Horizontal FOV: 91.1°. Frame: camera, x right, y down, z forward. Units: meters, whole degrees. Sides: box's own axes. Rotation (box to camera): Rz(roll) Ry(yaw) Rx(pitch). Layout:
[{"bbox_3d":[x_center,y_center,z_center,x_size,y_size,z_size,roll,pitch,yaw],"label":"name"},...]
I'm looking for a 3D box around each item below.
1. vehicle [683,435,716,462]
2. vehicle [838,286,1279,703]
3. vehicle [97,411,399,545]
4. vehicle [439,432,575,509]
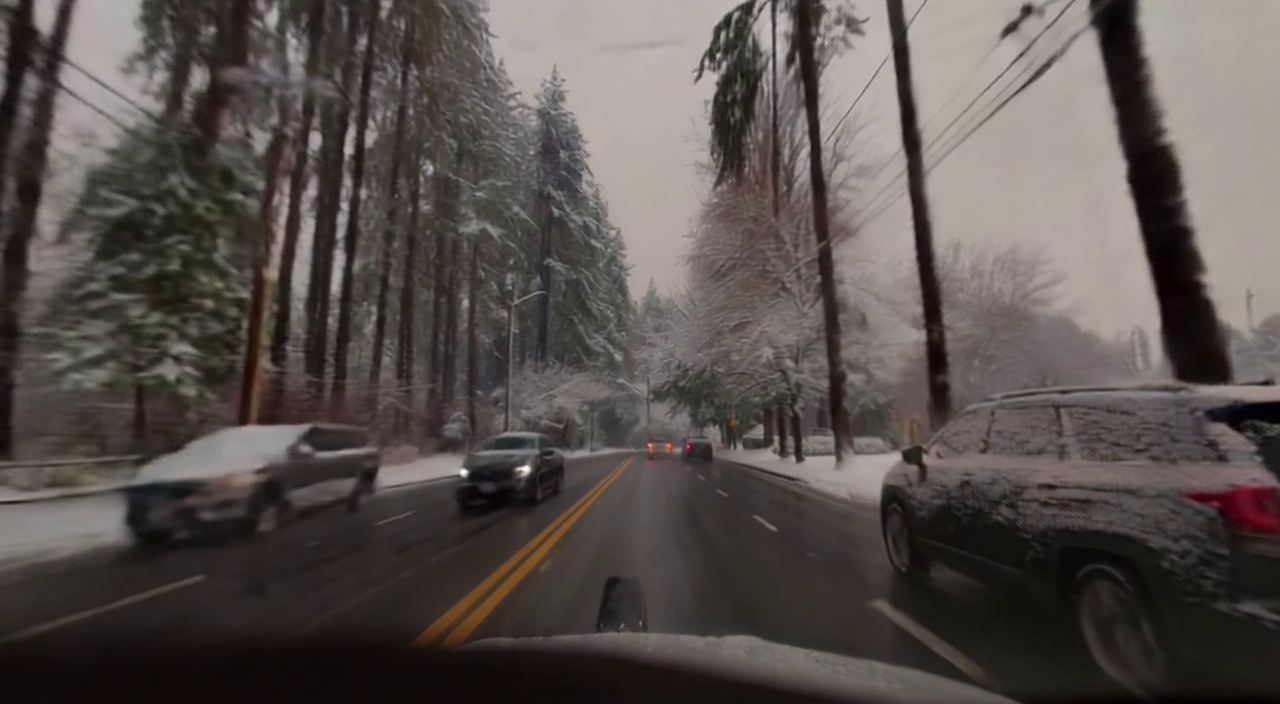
[{"bbox_3d":[4.182,6.892,44.888,2.069,1.791,4.422,0,-8,2],"label":"vehicle"},{"bbox_3d":[3.347,1.039,4.420,2.219,1.881,5.104,0,-8,0],"label":"vehicle"},{"bbox_3d":[-6.324,2.067,11.051,2.217,1.824,4.671,0,-8,1],"label":"vehicle"},{"bbox_3d":[-2.946,2.739,15.132,2.151,1.540,4.673,0,-8,1],"label":"vehicle"}]
